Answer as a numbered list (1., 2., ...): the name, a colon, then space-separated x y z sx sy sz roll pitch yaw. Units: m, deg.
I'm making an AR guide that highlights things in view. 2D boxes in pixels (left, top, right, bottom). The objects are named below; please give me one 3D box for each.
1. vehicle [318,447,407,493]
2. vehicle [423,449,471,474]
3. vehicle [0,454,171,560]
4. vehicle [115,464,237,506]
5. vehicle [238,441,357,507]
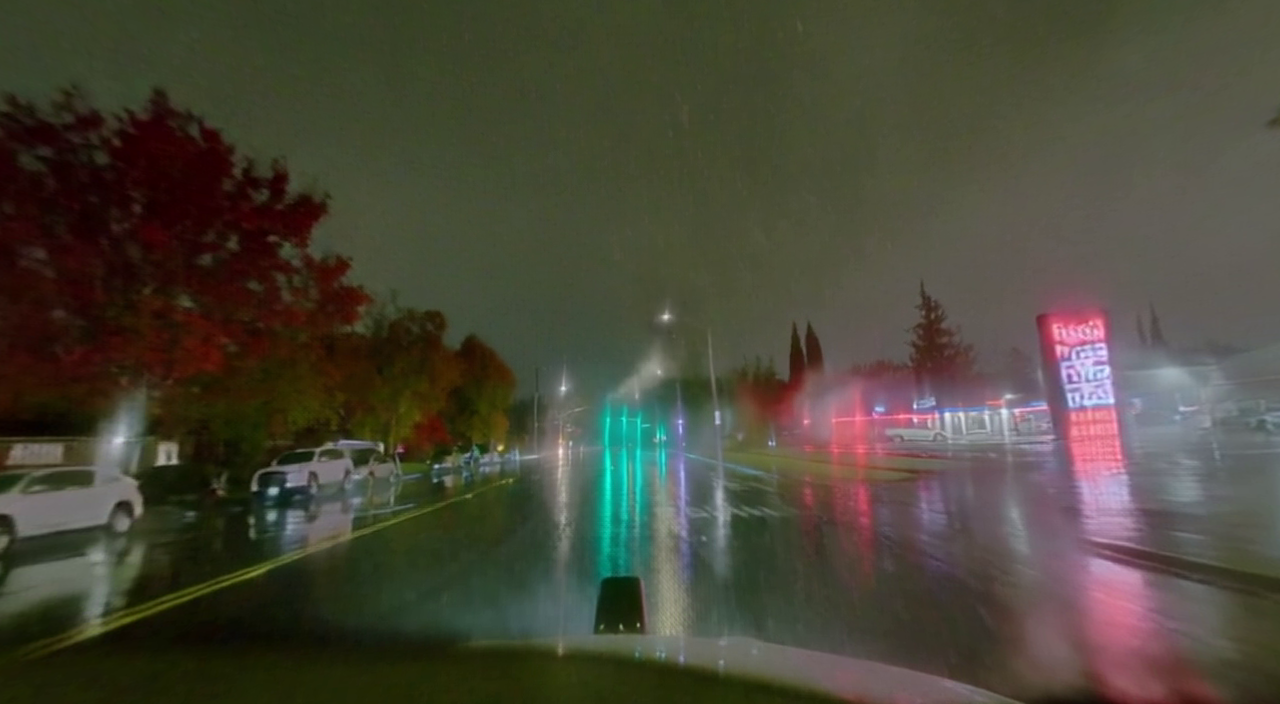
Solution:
1. vehicle: -12.162 5.152 28.005 2.076 1.681 4.423 -4 -9 -2
2. vehicle: -12.521 7.113 41.290 1.958 1.457 4.254 0 -8 -2
3. vehicle: -11.780 2.857 12.087 1.950 1.720 4.868 0 -8 -1
4. vehicle: -18.162 5.190 25.013 1.963 1.383 3.903 2 -9 -3
5. vehicle: -12.064 4.261 22.592 2.015 1.884 4.488 -6 -8 -5
